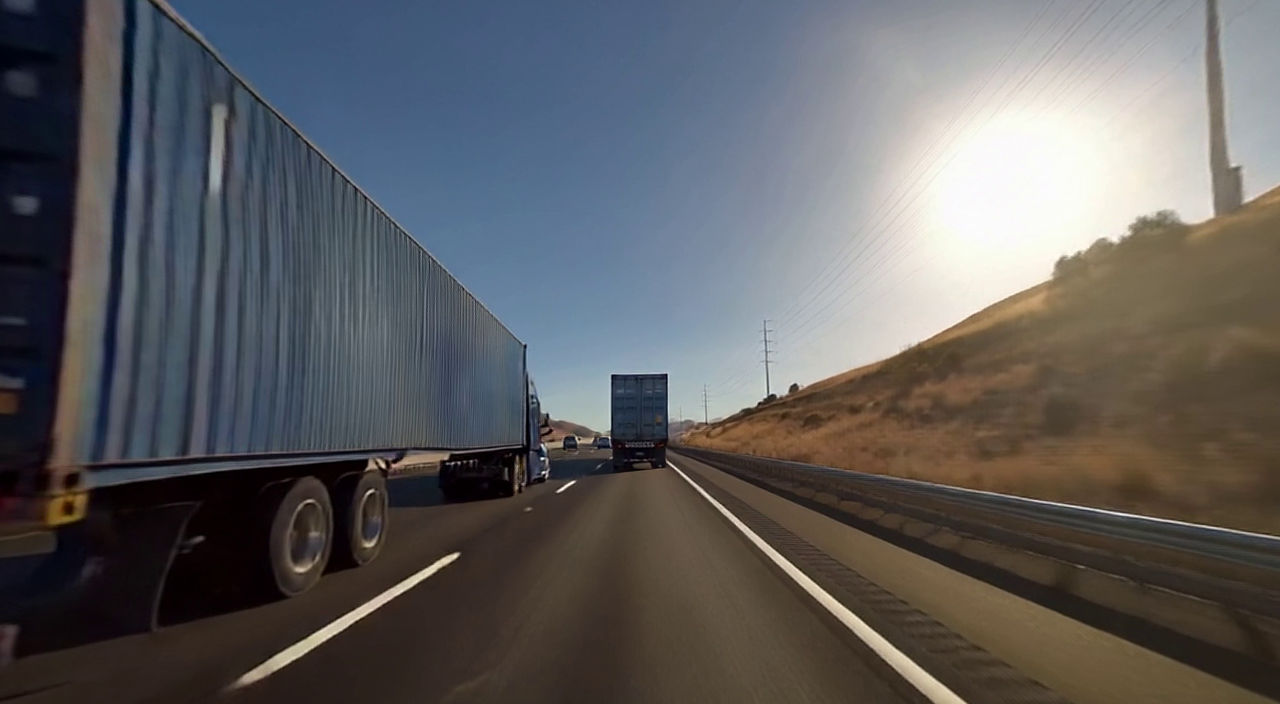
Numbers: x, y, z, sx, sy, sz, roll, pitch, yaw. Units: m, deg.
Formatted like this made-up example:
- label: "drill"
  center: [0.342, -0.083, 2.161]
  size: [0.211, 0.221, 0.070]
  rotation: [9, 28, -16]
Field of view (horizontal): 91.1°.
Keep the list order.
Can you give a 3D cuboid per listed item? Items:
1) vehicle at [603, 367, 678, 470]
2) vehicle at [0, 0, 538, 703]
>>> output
- label: "vehicle"
  center: [-0.060, 3.493, 31.121]
  size: [3.006, 4.120, 11.586]
  rotation: [0, -8, -1]
- label: "vehicle"
  center: [-4.122, 0.362, 8.319]
  size: [3.065, 4.105, 13.706]
  rotation: [0, -8, 1]
